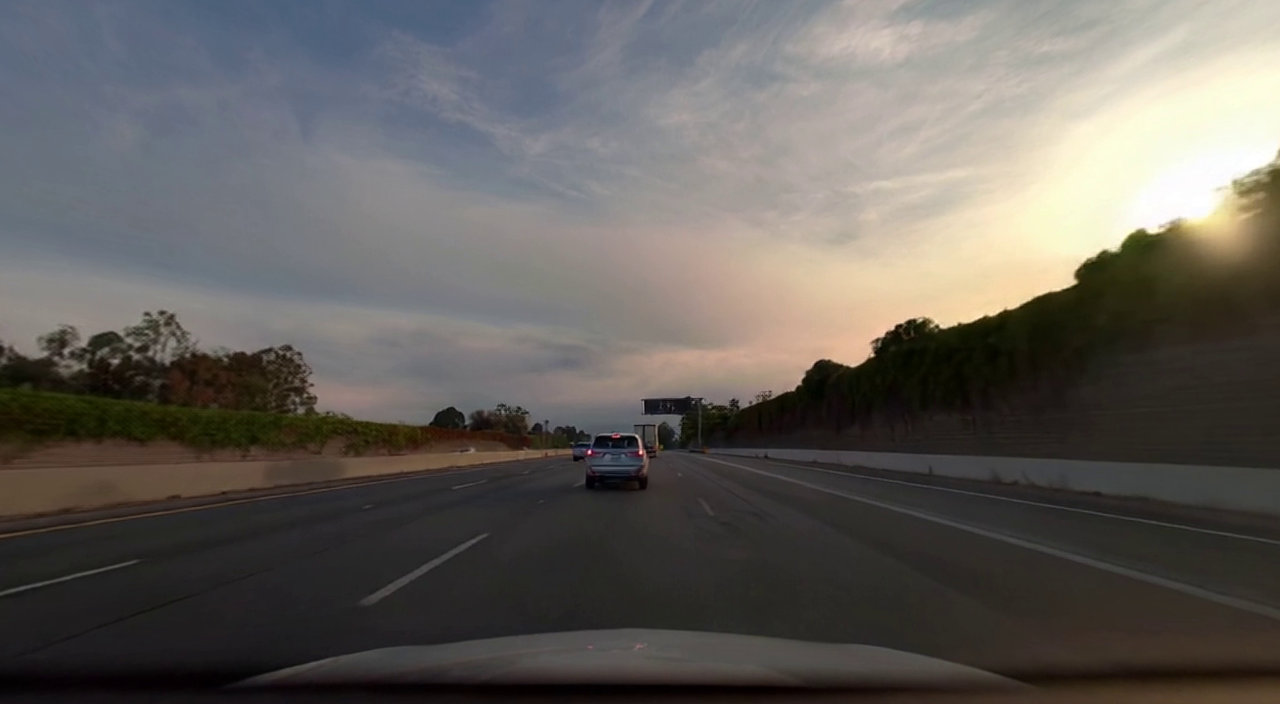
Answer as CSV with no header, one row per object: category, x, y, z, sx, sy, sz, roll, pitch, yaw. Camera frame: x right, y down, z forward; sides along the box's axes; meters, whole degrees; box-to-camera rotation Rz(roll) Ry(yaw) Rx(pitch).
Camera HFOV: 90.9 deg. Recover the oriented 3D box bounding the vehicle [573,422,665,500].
vehicle,-0.448,2.845,16.794,2.114,1.787,4.365,0,-8,1
